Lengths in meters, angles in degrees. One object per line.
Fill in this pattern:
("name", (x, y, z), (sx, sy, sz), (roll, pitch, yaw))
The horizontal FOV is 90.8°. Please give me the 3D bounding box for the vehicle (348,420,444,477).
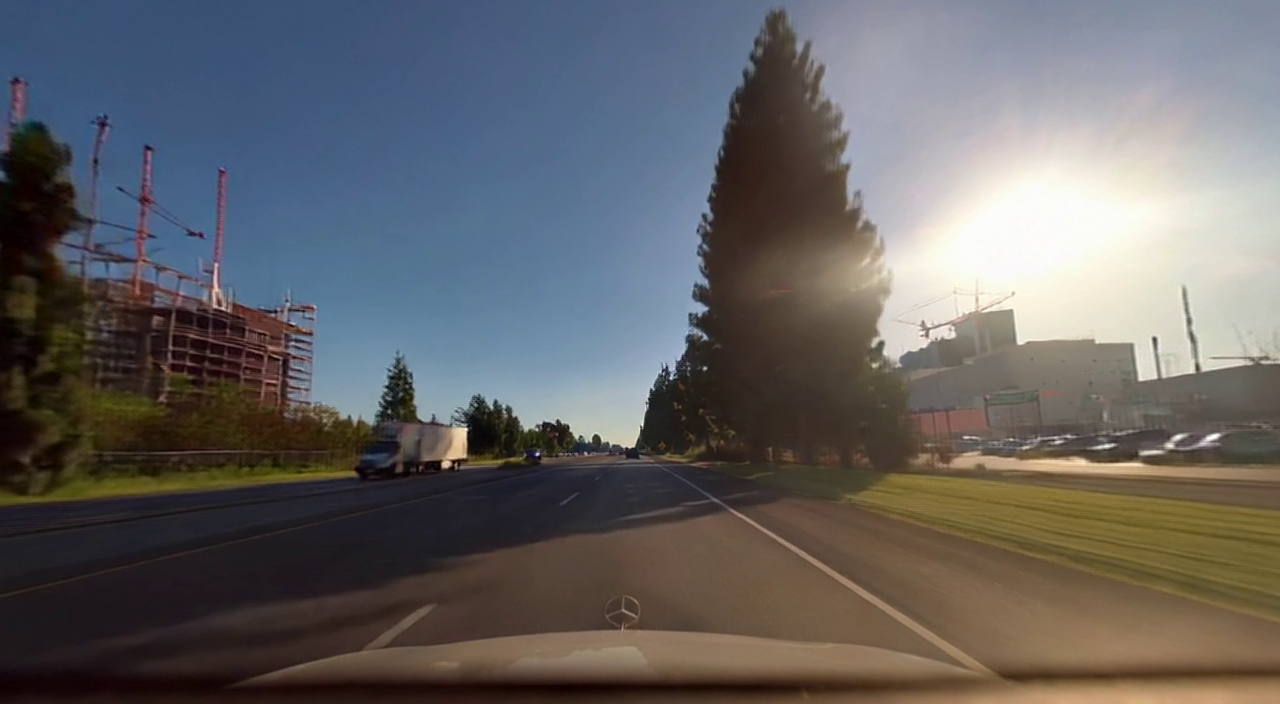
("vehicle", (-16.430, 6.638, 43.351), (2.917, 3.480, 8.865), (0, -9, 1))
